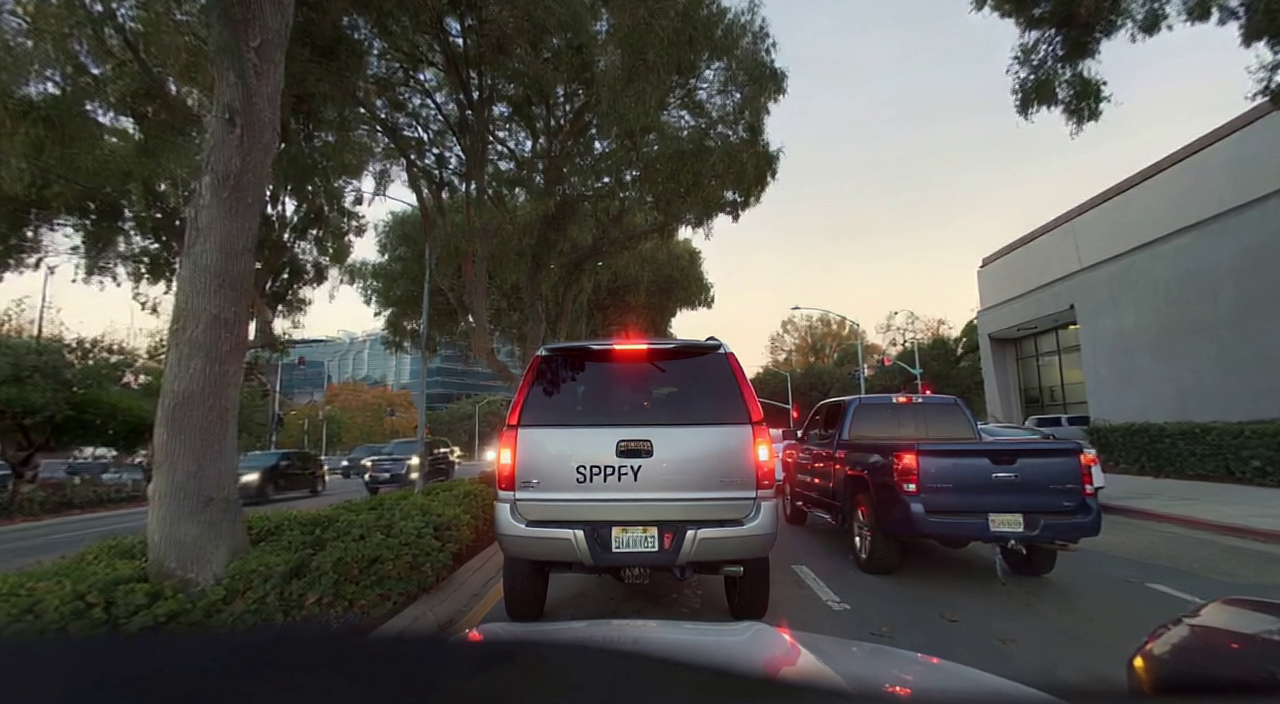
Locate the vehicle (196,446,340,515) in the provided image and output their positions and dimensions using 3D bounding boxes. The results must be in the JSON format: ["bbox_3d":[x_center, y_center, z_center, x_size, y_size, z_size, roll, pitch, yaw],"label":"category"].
[{"bbox_3d":[-12.533,4.287,21.710,2.111,1.917,4.758,-4,-8,0],"label":"vehicle"}]

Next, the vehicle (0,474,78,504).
[{"bbox_3d":[-37.560,8.285,38.259,1.813,1.546,4.785,-3,-9,19],"label":"vehicle"}]

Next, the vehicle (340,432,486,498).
[{"bbox_3d":[-8.909,4.519,26.025,2.873,2.199,8.099,-2,-9,1],"label":"vehicle"}]

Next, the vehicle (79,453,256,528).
[{"bbox_3d":[-16.292,4.728,22.166,2.637,2.293,4.494,0,-8,0],"label":"vehicle"}]

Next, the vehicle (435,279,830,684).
[{"bbox_3d":[0.010,1.040,5.948,2.267,2.372,4.366,0,-8,2],"label":"vehicle"}]

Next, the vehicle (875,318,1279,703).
[{"bbox_3d":[3.080,0.984,3.484,2.022,1.700,4.410,0,-8,3],"label":"vehicle"}]
